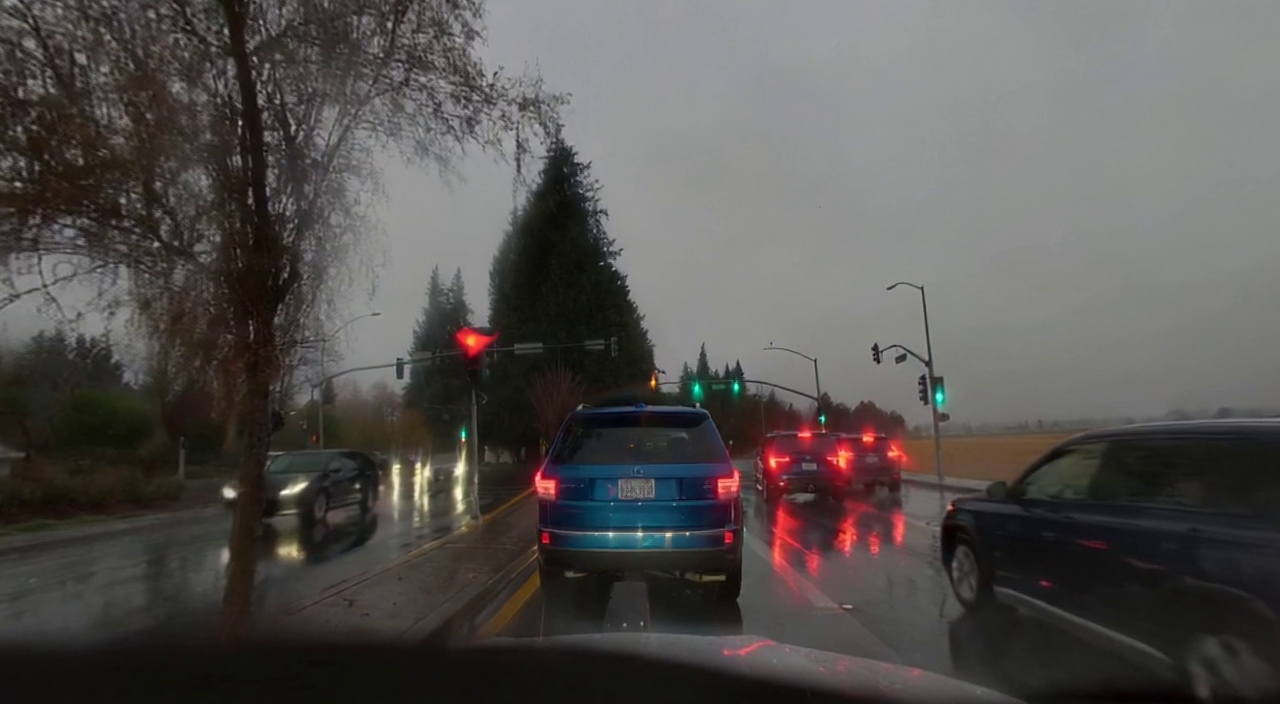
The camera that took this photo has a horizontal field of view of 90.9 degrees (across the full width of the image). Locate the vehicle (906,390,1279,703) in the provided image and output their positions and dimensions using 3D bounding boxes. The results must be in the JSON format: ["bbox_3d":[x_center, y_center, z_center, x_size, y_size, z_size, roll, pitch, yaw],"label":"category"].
[{"bbox_3d":[3.463,1.054,3.517,2.097,1.473,4.252,0,-8,0],"label":"vehicle"}]

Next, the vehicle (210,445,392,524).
[{"bbox_3d":[-8.238,3.198,15.959,2.026,1.680,4.608,0,-8,0],"label":"vehicle"}]

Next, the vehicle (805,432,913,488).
[{"bbox_3d":[7.125,3.550,21.046,2.012,1.636,4.352,0,-8,0],"label":"vehicle"}]

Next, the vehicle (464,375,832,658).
[{"bbox_3d":[0.049,1.332,6.113,2.298,1.770,4.138,0,-8,0],"label":"vehicle"}]
